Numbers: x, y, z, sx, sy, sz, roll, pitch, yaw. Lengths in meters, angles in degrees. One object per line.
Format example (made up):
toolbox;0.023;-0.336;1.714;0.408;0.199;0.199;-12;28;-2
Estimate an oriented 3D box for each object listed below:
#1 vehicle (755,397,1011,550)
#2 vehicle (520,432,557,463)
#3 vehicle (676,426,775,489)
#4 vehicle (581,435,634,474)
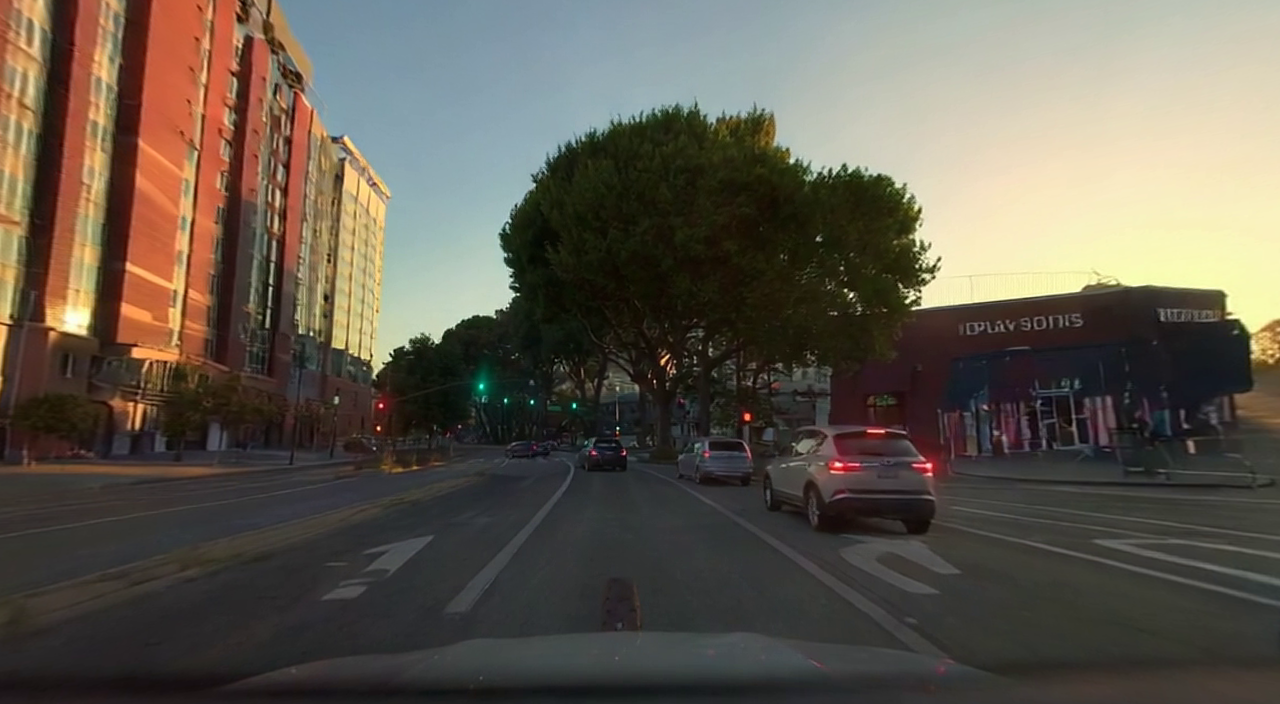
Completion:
vehicle;3.250;1.742;9.647;2.046;1.768;4.370;0;-8;-2
vehicle;-7.210;6.737;45.107;2.462;2.079;5.117;1;-7;-9
vehicle;2.547;3.272;20.117;2.216;1.750;4.520;0;-8;-4
vehicle;-1.477;4.364;27.134;2.068;1.512;3.987;1;-9;-6
